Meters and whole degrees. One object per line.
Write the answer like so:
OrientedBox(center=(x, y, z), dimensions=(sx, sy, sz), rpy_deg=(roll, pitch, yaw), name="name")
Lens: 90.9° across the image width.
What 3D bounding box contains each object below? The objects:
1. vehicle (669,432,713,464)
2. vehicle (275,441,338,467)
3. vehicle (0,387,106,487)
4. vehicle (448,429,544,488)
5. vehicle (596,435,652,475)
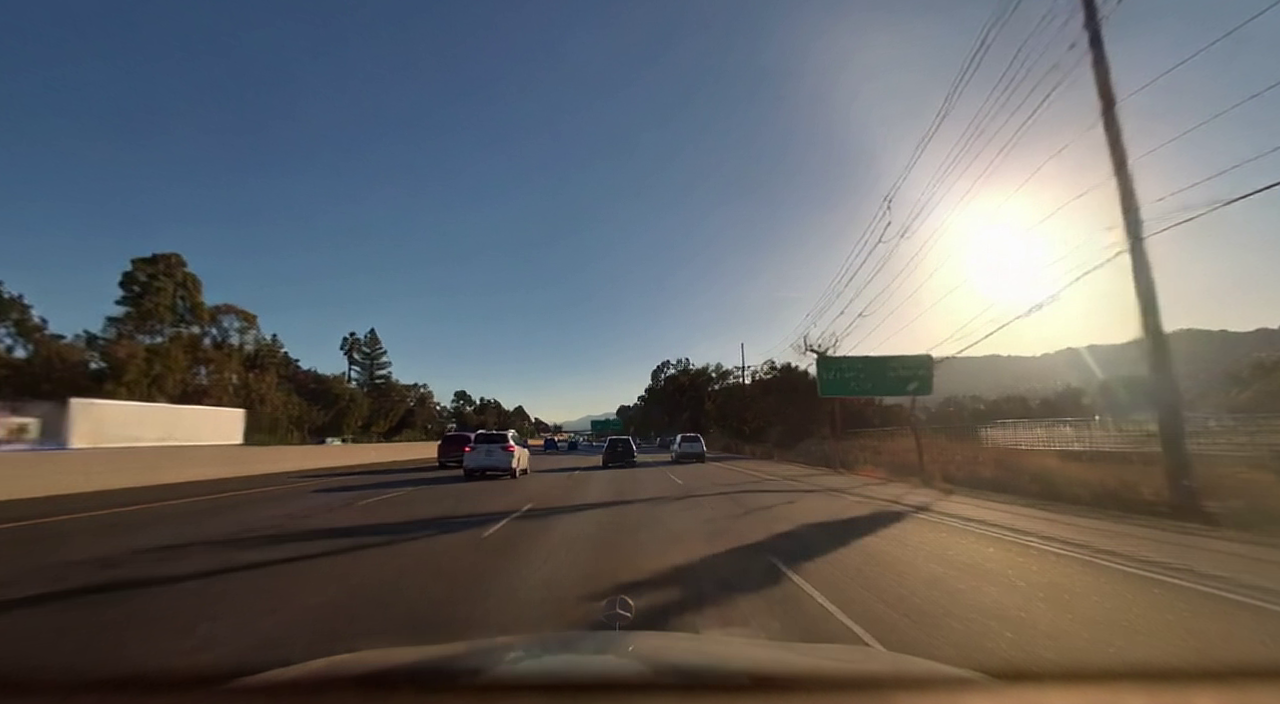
OrientedBox(center=(2.892, 5.533, 36.665), dimensions=(1.950, 1.695, 4.446), rpy_deg=(0, -8, -2), name="vehicle")
OrientedBox(center=(-20.085, 6.135, 38.122), dimensions=(1.699, 1.414, 3.845), rpy_deg=(0, -8, -1), name="vehicle")
OrientedBox(center=(-23.536, 3.105, 22.947), dimensions=(2.932, 3.425, 5.893), rpy_deg=(0, -8, -1), name="vehicle")
OrientedBox(center=(-4.278, 3.215, 19.522), dimensions=(1.901, 1.601, 4.610), rpy_deg=(0, -8, 0), name="vehicle")
OrientedBox(center=(-0.639, 4.117, 25.588), dimensions=(2.086, 1.488, 3.440), rpy_deg=(0, -8, -1), name="vehicle")
